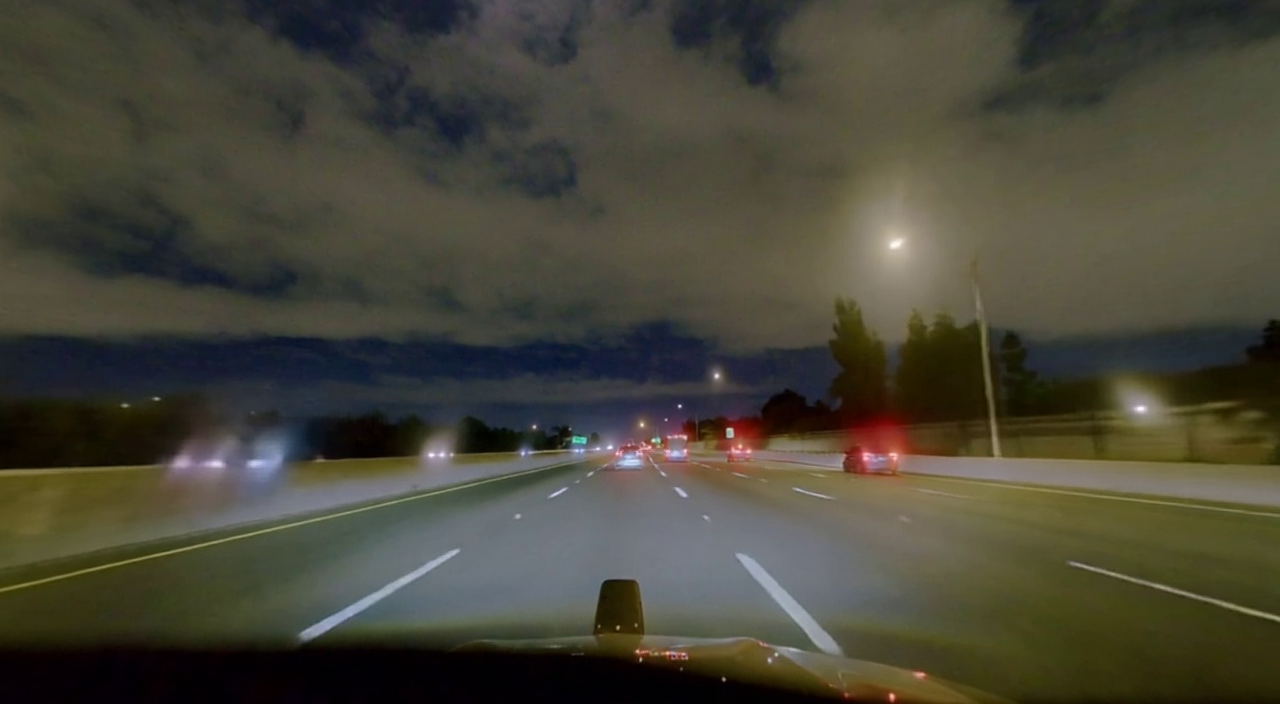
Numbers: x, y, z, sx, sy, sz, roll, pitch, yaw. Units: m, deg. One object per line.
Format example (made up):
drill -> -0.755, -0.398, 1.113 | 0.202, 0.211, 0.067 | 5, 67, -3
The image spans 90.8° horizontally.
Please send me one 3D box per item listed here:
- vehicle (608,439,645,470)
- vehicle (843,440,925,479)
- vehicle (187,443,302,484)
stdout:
vehicle -> -0.821, 6.252, 38.610 | 2.121, 1.739, 4.087 | 0, -9, -1
vehicle -> 11.138, 4.921, 29.183 | 1.912, 1.673, 4.438 | 0, -9, -1
vehicle -> -15.020, 4.230, 24.289 | 1.875, 1.440, 3.887 | 0, -9, 0
